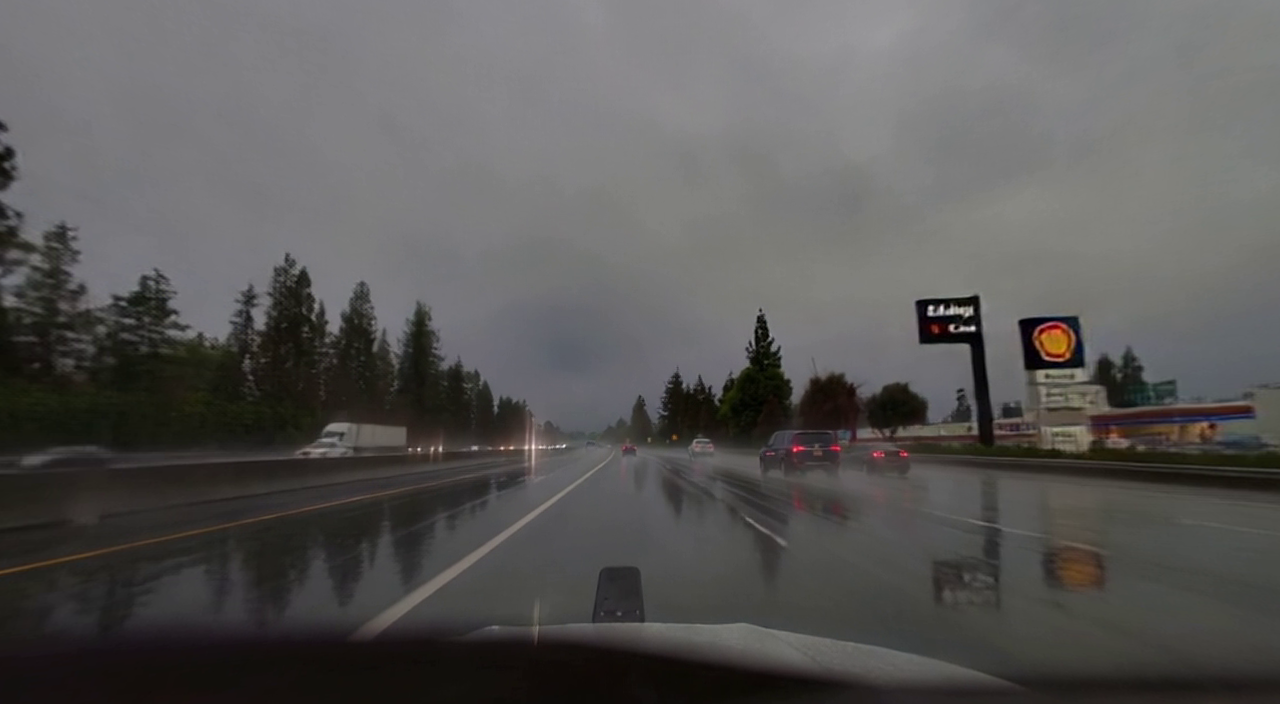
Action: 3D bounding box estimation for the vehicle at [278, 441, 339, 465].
[{"bbox_3d":[-25.205,7.692,48.031,2.122,1.705,4.736,0,-8,-1],"label":"vehicle"}]

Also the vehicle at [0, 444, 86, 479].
[{"bbox_3d":[-28.469,4.975,28.845,1.817,1.481,4.725,0,-8,-1],"label":"vehicle"}]

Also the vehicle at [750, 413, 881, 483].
[{"bbox_3d":[6.617,3.816,25.242,2.779,2.339,8.073,0,-8,-1],"label":"vehicle"}]

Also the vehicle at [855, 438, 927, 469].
[{"bbox_3d":[13.960,5.659,35.352,2.072,1.611,4.387,0,-8,-2],"label":"vehicle"}]
